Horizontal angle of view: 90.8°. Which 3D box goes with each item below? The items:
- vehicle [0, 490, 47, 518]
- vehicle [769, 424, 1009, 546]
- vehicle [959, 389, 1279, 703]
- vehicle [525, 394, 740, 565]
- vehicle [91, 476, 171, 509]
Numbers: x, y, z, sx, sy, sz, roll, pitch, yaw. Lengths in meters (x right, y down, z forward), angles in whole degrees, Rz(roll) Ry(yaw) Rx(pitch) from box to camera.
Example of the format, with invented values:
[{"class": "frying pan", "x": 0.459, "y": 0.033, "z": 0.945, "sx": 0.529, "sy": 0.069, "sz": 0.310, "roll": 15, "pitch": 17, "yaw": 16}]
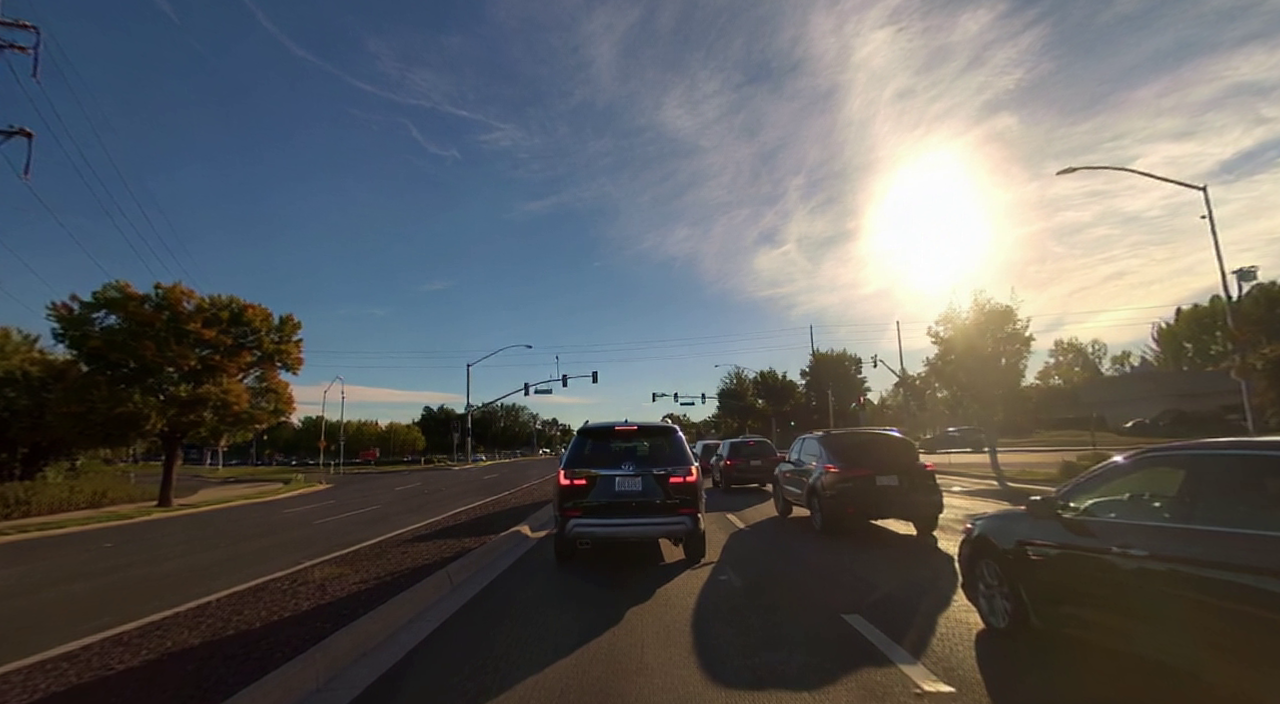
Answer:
[{"class": "vehicle", "x": -37.410, "y": 8.960, "z": 37.010, "sx": 1.774, "sy": 1.428, "sz": 3.668, "roll": -9, "pitch": -12, "yaw": 43}, {"class": "vehicle", "x": 3.509, "y": 1.963, "z": 10.000, "sx": 1.952, "sy": 1.477, "sz": 4.417, "roll": 0, "pitch": -9, "yaw": -1}, {"class": "vehicle", "x": 3.287, "y": 0.857, "z": 2.186, "sx": 1.984, "sy": 1.462, "sz": 4.513, "roll": 0, "pitch": -9, "yaw": 0}, {"class": "vehicle", "x": -0.132, "y": 1.680, "z": 8.991, "sx": 2.300, "sy": 1.821, "sz": 4.254, "roll": 0, "pitch": -9, "yaw": -1}, {"class": "vehicle", "x": -26.367, "y": 7.267, "z": 32.712, "sx": 3.826, "sy": 1.522, "sz": 1.741, "roll": -7, "pitch": -10, "yaw": 28}]
